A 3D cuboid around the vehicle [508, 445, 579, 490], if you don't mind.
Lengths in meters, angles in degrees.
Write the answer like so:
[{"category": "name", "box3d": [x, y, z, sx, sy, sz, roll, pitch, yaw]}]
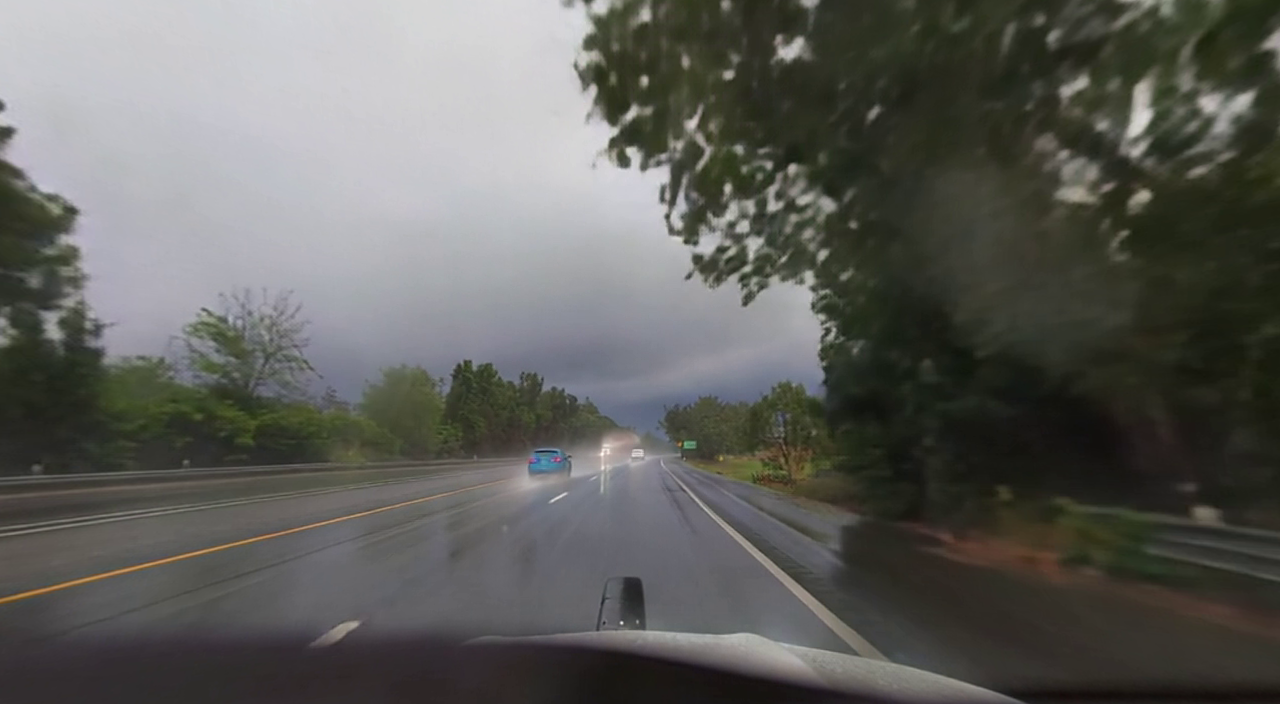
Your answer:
[{"category": "vehicle", "box3d": [-3.655, 4.446, 24.657, 2.088, 1.586, 4.000, 0, -9, 1]}]
